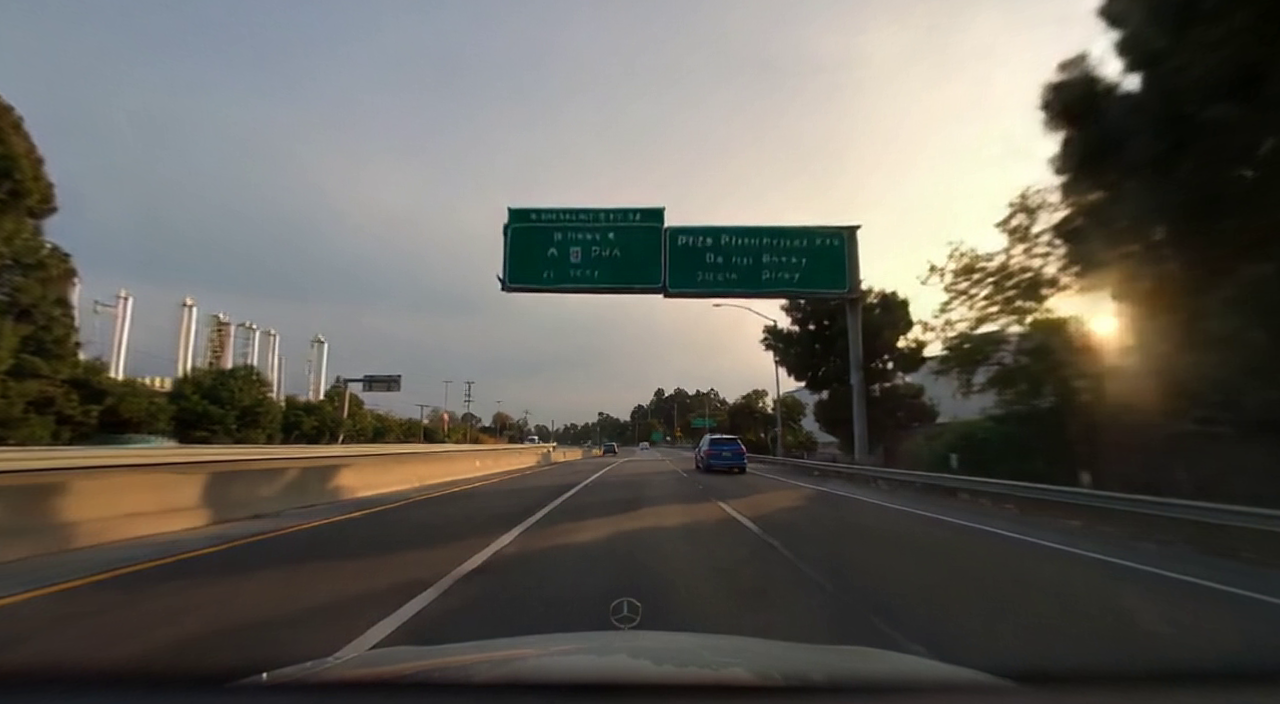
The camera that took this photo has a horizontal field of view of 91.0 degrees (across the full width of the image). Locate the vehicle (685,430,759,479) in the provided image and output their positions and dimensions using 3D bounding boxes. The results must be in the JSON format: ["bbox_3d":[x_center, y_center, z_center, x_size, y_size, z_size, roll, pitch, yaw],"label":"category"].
[{"bbox_3d":[3.178,4.143,25.681,2.296,1.790,5.067,0,-8,-1],"label":"vehicle"}]

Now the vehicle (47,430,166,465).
[{"bbox_3d":[-24.911,4.493,29.594,1.784,1.498,3.962,-1,-9,7],"label":"vehicle"}]
